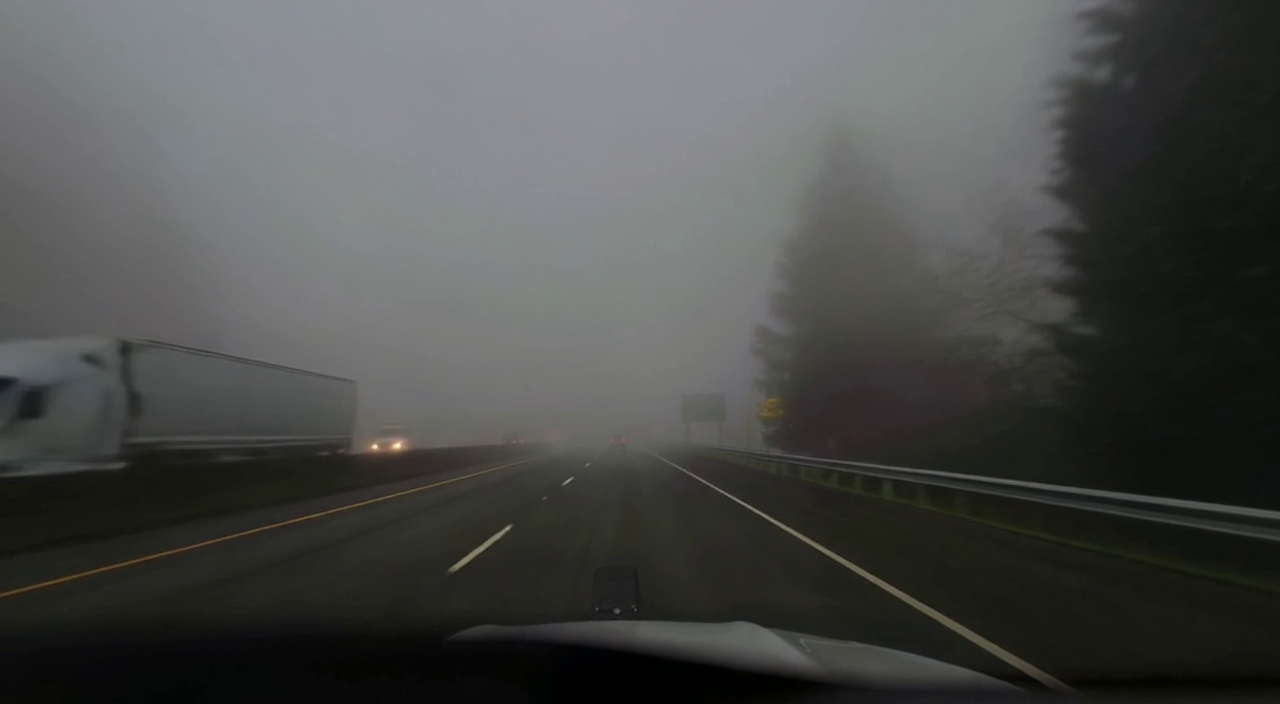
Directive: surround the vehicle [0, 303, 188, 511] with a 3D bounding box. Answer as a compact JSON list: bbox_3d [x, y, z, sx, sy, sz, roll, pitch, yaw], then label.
[{"bbox_3d":[-13.428,1.264,13.524,2.967,3.842,5.829,0,-8,0],"label":"vehicle"}]
